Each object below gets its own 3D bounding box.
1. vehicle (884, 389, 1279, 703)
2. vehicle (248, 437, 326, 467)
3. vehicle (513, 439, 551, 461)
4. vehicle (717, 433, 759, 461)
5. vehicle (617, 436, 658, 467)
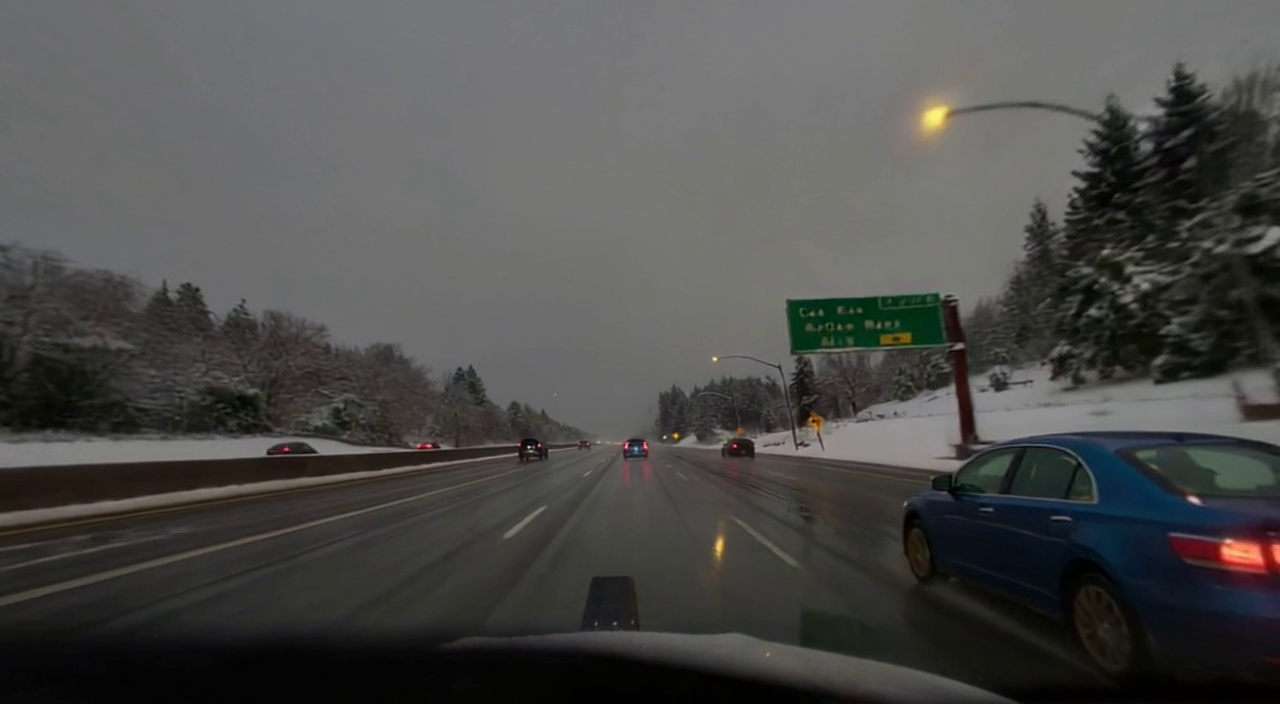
[{"bbox_3d":[3.246,1.044,3.233,2.072,1.501,4.694,0,-9,-1],"label":"vehicle"},{"bbox_3d":[-21.390,6.087,38.519,2.058,1.667,4.623,0,-9,-1],"label":"vehicle"},{"bbox_3d":[-8.078,7.353,47.683,2.028,1.552,4.922,0,-8,0],"label":"vehicle"},{"bbox_3d":[7.072,6.940,45.998,2.103,1.898,5.310,0,-9,-1],"label":"vehicle"},{"bbox_3d":[-0.141,5.560,35.501,2.157,1.642,4.189,0,-8,-1],"label":"vehicle"}]
